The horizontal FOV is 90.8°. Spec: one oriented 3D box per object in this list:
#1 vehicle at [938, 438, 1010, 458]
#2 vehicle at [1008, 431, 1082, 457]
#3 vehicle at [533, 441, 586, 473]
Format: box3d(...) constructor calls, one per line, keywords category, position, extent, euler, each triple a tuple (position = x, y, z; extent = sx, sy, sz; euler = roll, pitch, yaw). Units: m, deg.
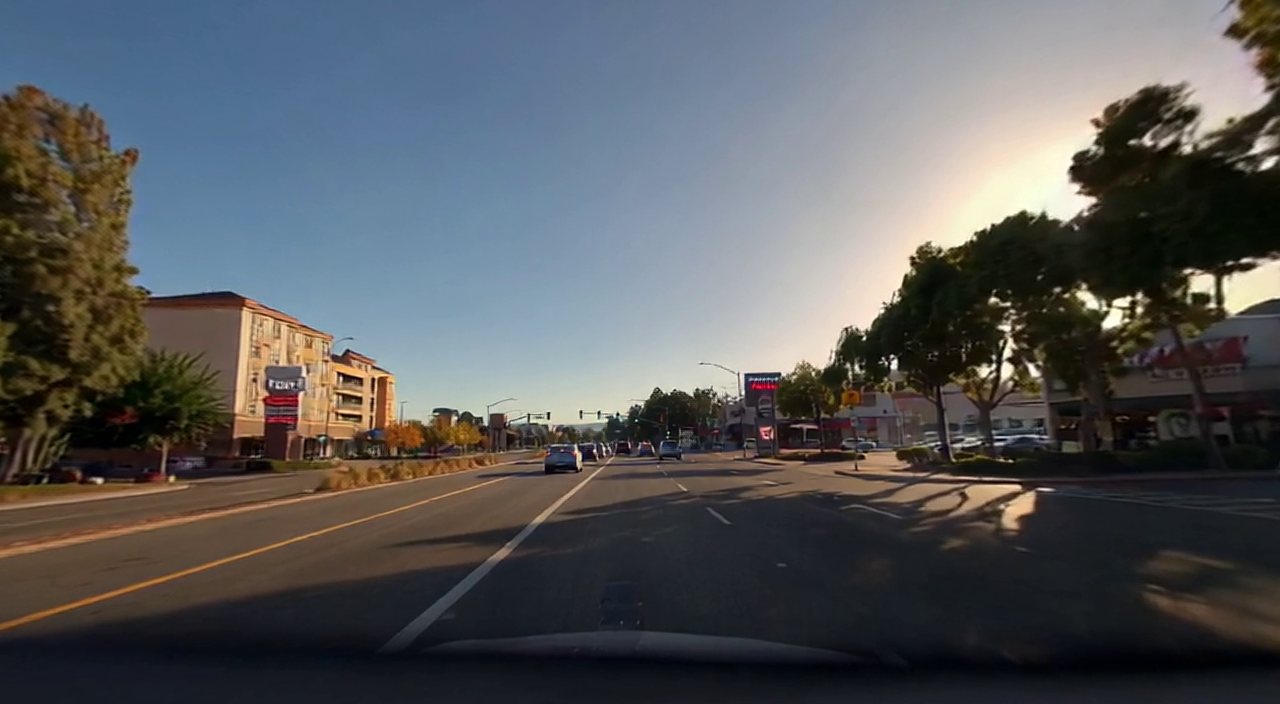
box3d(category="vehicle", position=(24.731, 7.133, 47.029), extent=(4.554, 1.470, 2.020), euler=(-4, -9, 24))
box3d(category="vehicle", position=(30.352, 6.913, 47.506), extent=(4.265, 1.659, 2.239), euler=(-6, -9, 23))
box3d(category="vehicle", position=(-3.927, 5.216, 31.690), extent=(2.097, 1.497, 4.571), euler=(0, -8, 0))
